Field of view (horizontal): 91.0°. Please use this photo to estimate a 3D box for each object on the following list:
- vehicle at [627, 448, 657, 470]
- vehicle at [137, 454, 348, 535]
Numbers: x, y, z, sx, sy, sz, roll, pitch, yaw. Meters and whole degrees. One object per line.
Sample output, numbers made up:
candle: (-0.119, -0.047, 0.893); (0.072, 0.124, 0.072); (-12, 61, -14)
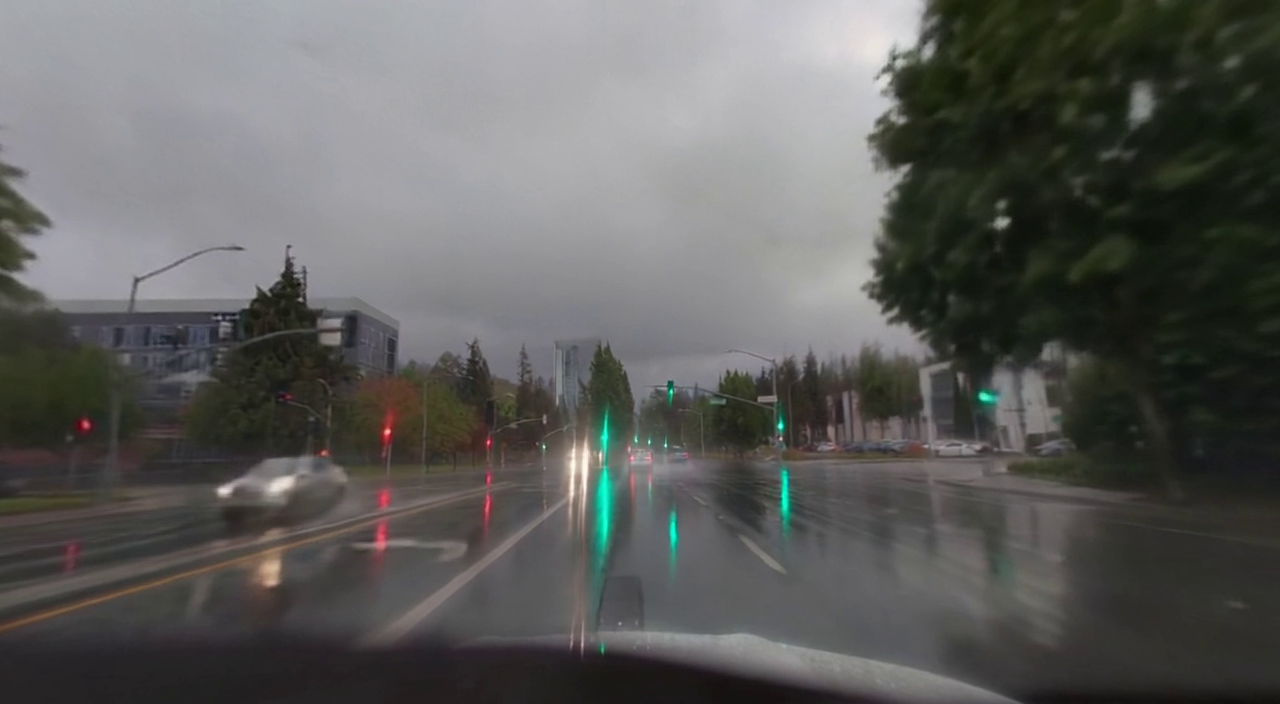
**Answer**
vehicle: (0.117, 7.654, 45.231); (2.064, 1.477, 3.968); (0, -9, 0)
vehicle: (-8.633, 3.078, 14.268); (1.887, 1.480, 4.446); (0, -9, 0)
